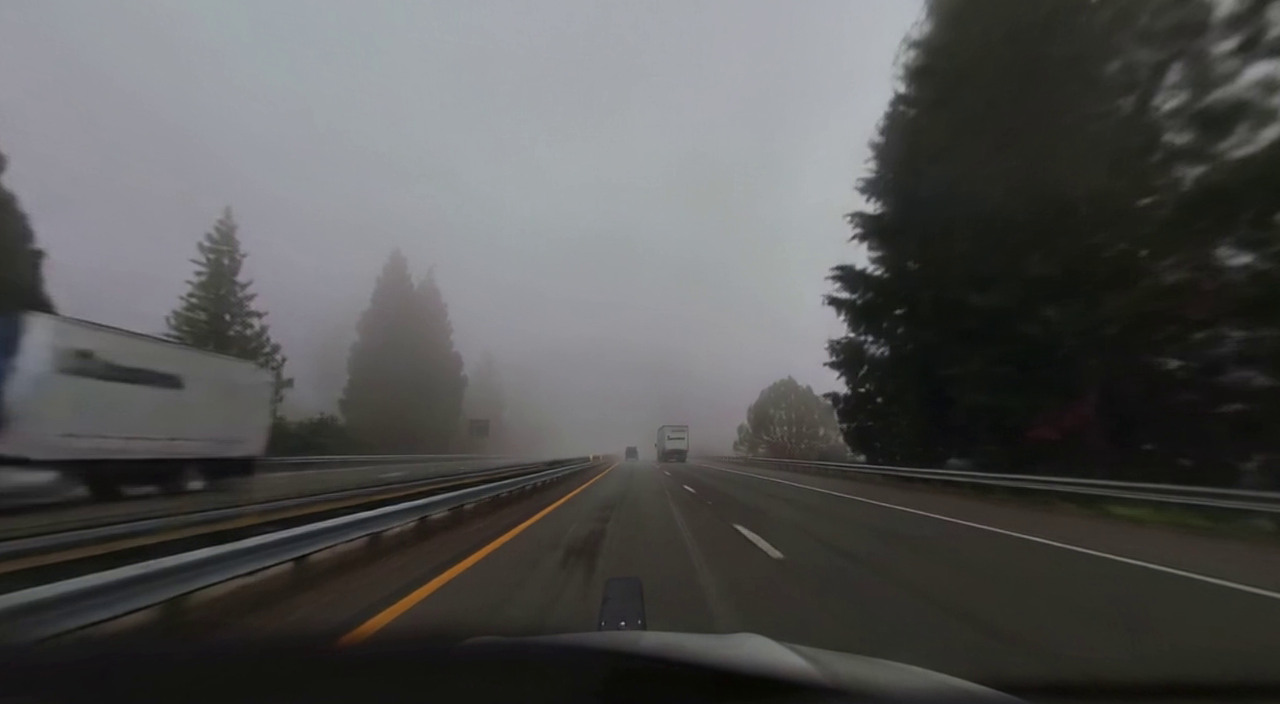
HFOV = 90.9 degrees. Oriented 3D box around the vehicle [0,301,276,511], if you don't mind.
[{"bbox_3d":[-13.464,1.595,15.481,3.001,3.888,9.974,0,-9,0],"label":"vehicle"}]
